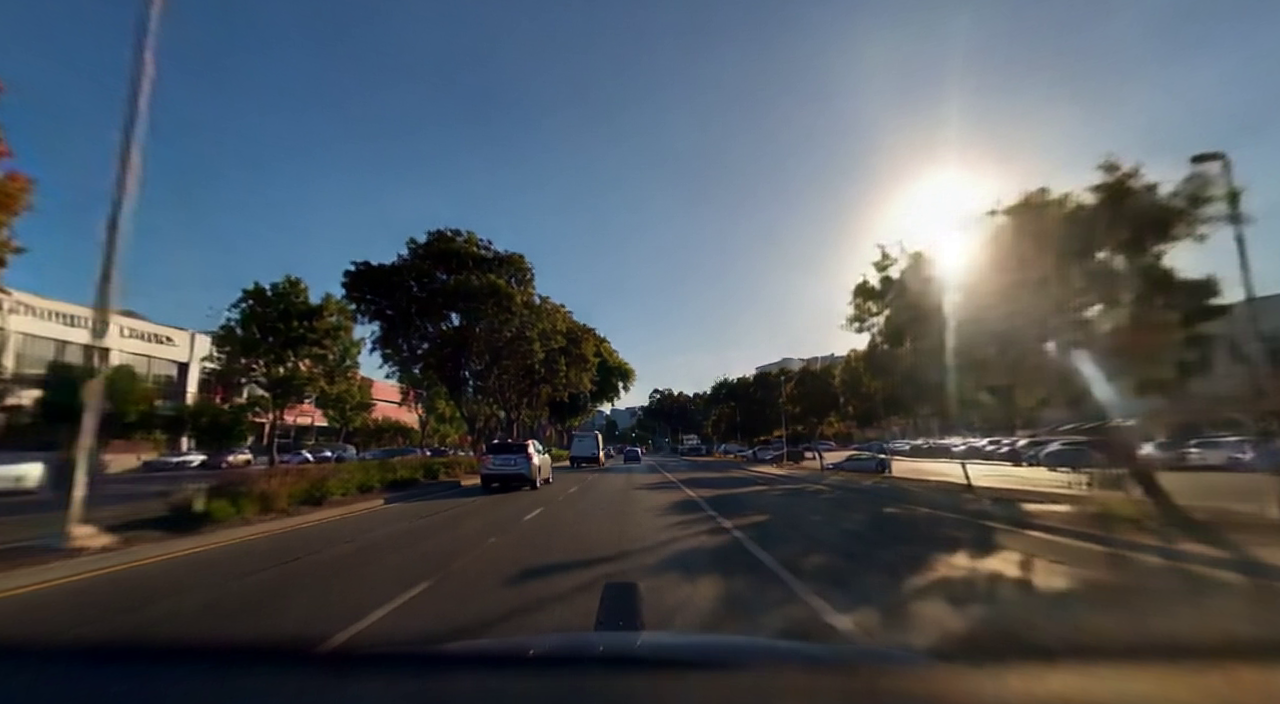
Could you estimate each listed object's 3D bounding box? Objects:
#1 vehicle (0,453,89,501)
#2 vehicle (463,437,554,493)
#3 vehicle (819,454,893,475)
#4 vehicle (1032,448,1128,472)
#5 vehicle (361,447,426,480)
[{"bbox_3d":[-23.002,4.541,23.120,1.836,1.582,4.075,0,-9,-2],"label":"vehicle"},{"bbox_3d":[-4.256,3.728,21.149,2.109,1.672,4.256,0,-9,0],"label":"vehicle"},{"bbox_3d":[16.172,8.450,47.302,4.723,1.466,2.085,0,-9,-1],"label":"vehicle"},{"bbox_3d":[28.880,7.097,41.395,4.754,1.499,1.955,0,-9,2],"label":"vehicle"},{"bbox_3d":[-12.487,5.639,32.169,1.760,1.567,3.930,0,-9,-1],"label":"vehicle"}]
